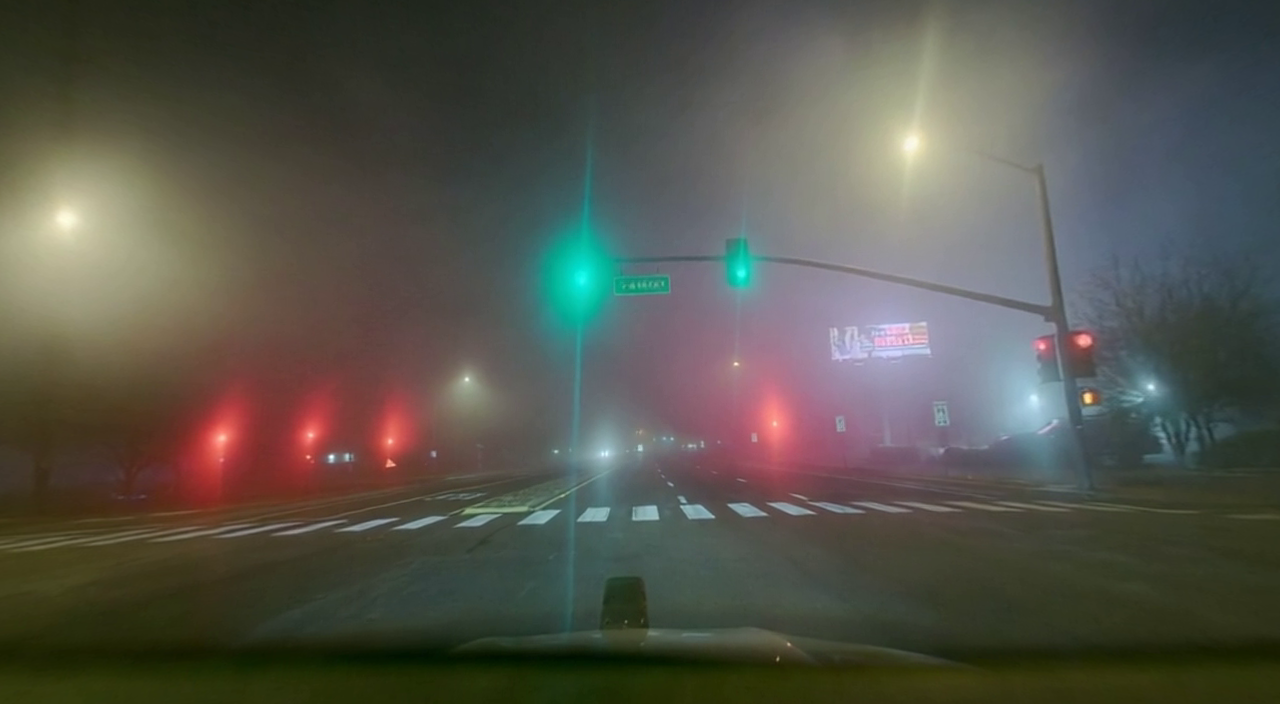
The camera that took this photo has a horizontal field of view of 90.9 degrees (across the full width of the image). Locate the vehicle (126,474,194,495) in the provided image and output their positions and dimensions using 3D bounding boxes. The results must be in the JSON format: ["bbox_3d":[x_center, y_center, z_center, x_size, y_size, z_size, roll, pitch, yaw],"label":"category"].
[{"bbox_3d":[-37.419,10.319,49.249,1.736,1.399,4.271,-1,-9,4],"label":"vehicle"}]
